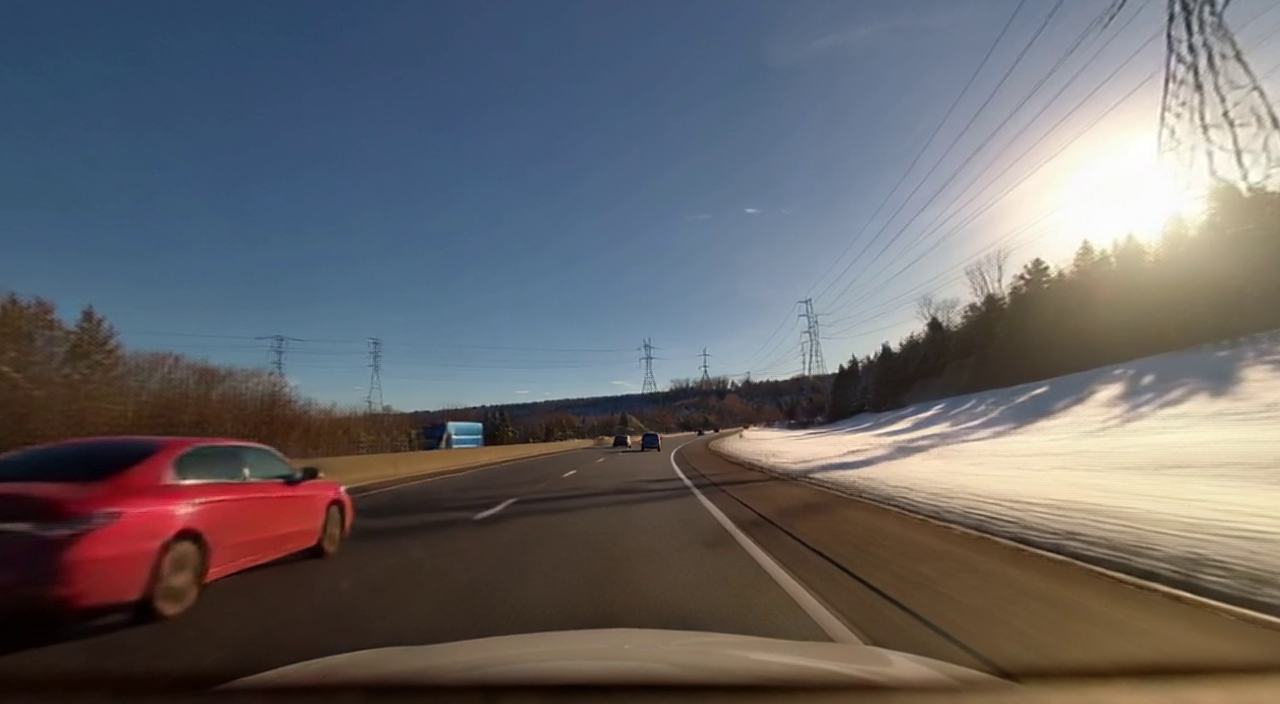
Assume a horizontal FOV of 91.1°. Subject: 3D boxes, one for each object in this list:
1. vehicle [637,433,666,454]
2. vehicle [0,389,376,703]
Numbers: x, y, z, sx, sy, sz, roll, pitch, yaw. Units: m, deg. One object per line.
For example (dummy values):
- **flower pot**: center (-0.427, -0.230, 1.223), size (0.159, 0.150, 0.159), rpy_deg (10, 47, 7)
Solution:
- **vehicle**: center (0.942, 6.931, 47.683), size (2.077, 1.523, 4.206), rpy_deg (0, -8, 3)
- **vehicle**: center (-3.800, 1.162, 4.455), size (2.030, 1.522, 4.250), rpy_deg (0, -8, -1)
